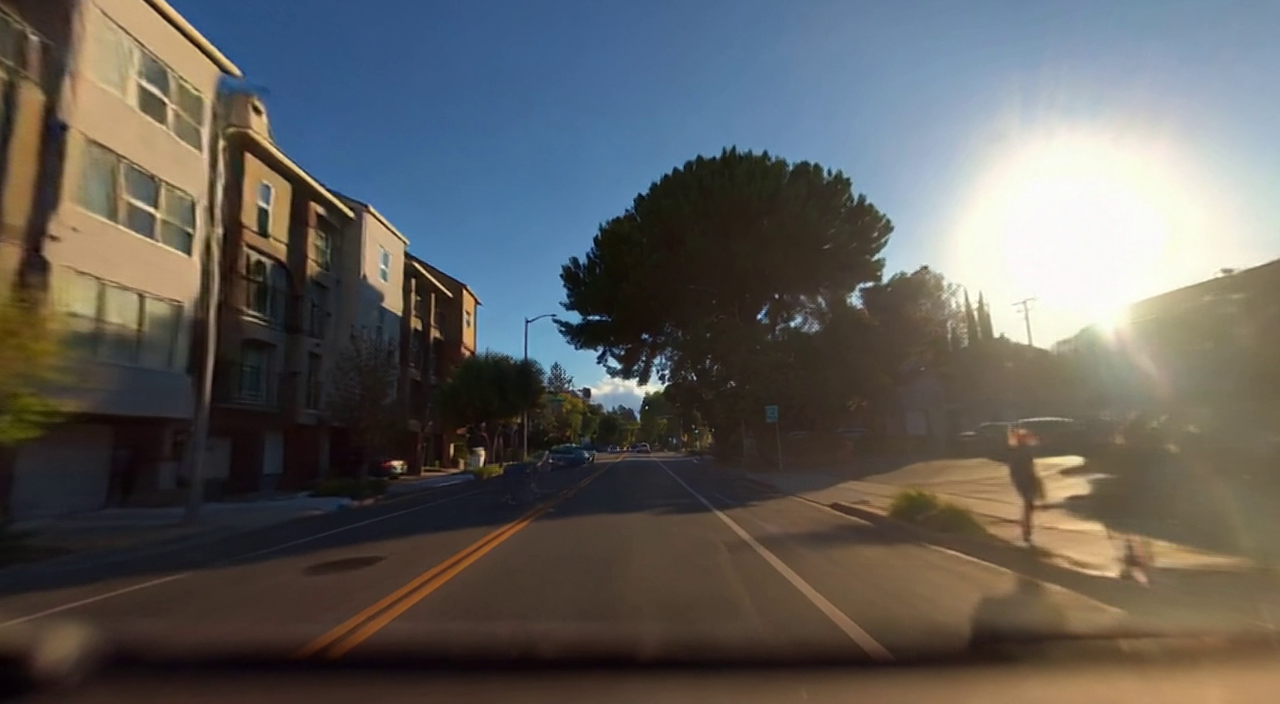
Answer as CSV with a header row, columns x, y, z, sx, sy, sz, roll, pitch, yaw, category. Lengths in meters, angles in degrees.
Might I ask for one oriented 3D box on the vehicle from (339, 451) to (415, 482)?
x,y,z,sx,sy,sz,roll,pitch,yaw,category
-12.800,5.565,31.058,1.934,1.389,4.364,0,-9,-1,vehicle
